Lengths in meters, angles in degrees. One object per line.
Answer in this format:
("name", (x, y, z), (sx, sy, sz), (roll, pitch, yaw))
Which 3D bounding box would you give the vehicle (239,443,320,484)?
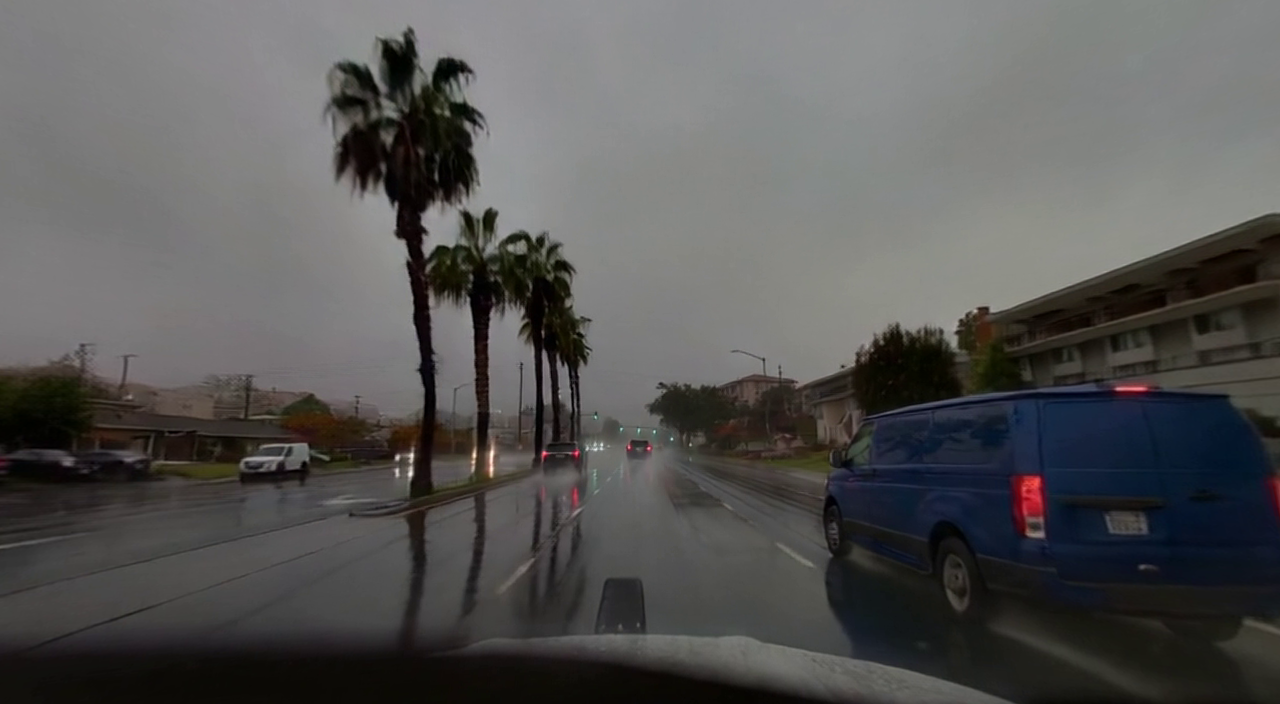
("vehicle", (-21.429, 6.602, 37.853), (1.931, 2.187, 5.001), (-1, -8, 0))

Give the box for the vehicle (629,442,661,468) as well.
("vehicle", (0.280, 7.310, 45.132), (2.191, 1.761, 3.857), (0, -9, -1))

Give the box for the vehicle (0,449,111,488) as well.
("vehicle", (-29.554, 5.794, 31.615), (4.268, 1.758, 2.120), (-1, -7, 1))

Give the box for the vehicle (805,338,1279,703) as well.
("vehicle", (3.309, 1.231, 5.731), (2.234, 1.912, 4.847), (0, -9, -1))

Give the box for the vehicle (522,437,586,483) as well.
("vehicle", (-3.388, 4.362, 25.711), (1.967, 1.703, 4.157), (0, -9, 1))

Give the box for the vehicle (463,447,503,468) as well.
("vehicle", (-11.835, 7.983, 47.873), (1.857, 1.473, 4.298), (0, -9, 0))

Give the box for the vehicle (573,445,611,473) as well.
("vehicle", (-2.697, 6.125, 36.411), (1.869, 1.454, 4.142), (0, -9, 0))
